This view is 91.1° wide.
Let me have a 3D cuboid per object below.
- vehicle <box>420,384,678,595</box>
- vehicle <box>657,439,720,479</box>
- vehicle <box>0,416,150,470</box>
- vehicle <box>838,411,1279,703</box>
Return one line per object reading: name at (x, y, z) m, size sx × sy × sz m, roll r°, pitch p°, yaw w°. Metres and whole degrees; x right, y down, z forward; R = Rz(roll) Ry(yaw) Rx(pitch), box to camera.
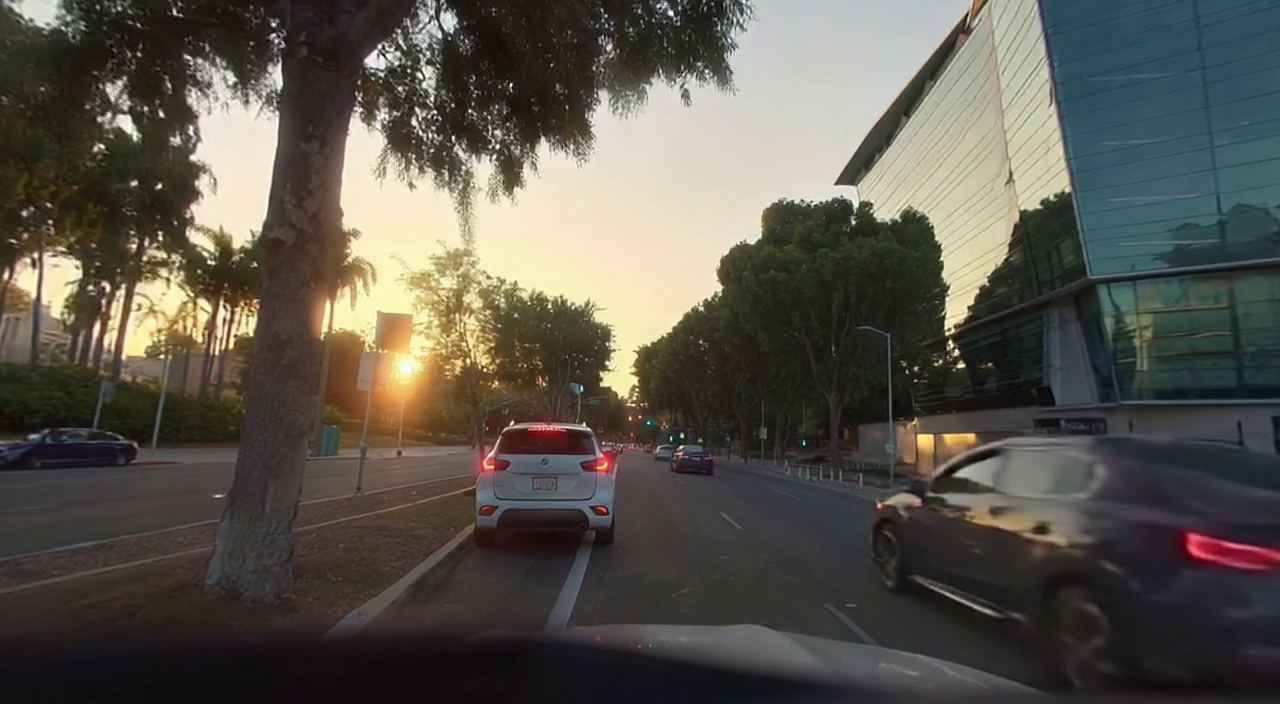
vehicle at (-1.143, 1.574, 8.100) m, size 2.275 × 1.819 × 4.883 m, roll 1°, pitch -9°, yaw -9°
vehicle at (2.311, 5.262, 31.107) m, size 2.301 × 1.716 × 4.856 m, roll 3°, pitch -9°, yaw -5°
vehicle at (-18.844, 2.966, 20.442) m, size 1.911 × 1.542 × 4.748 m, roll 0°, pitch -9°, yaw 1°
vehicle at (3.378, 1.415, 4.928) m, size 2.205 × 1.537 × 4.895 m, roll 2°, pitch -8°, yaw 2°
